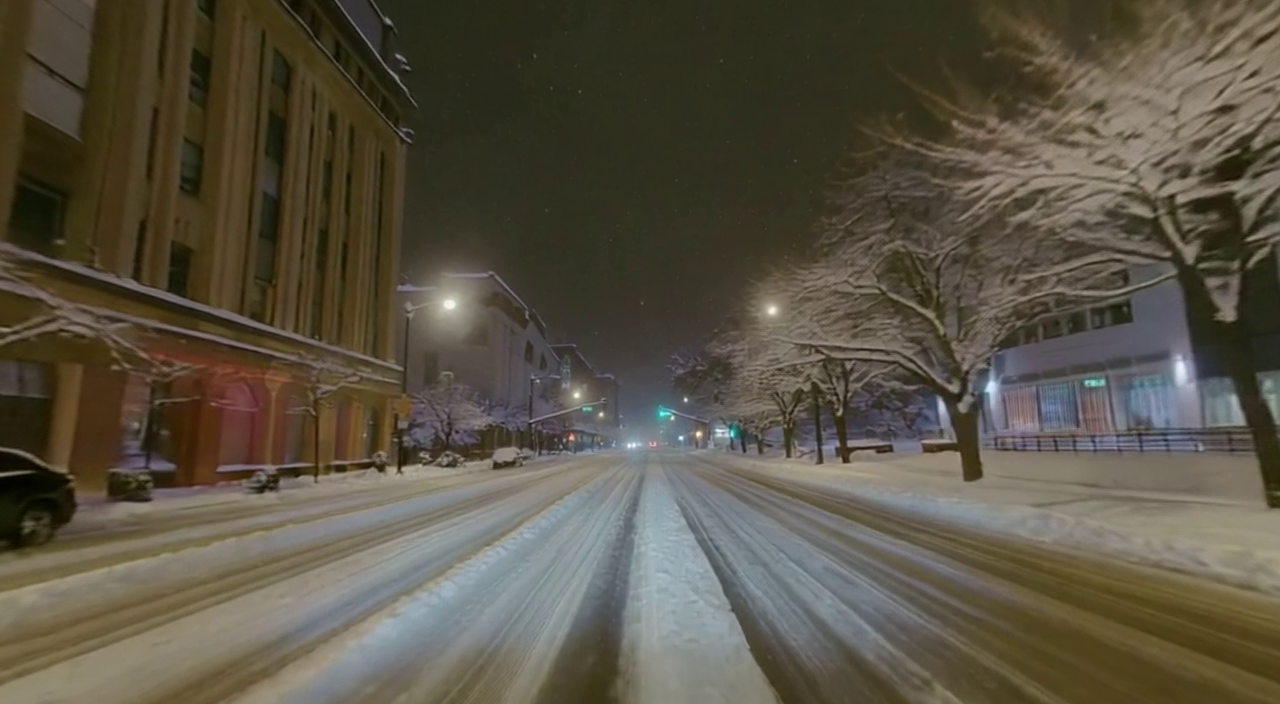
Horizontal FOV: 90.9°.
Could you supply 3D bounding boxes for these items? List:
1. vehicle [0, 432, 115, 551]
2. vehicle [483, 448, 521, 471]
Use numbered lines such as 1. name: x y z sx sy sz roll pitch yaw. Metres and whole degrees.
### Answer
1. vehicle: -10.825 2.130 9.347 2.060 1.796 4.675 -1 -7 0
2. vehicle: -10.388 8.103 47.763 1.846 1.447 4.264 -1 -6 2
